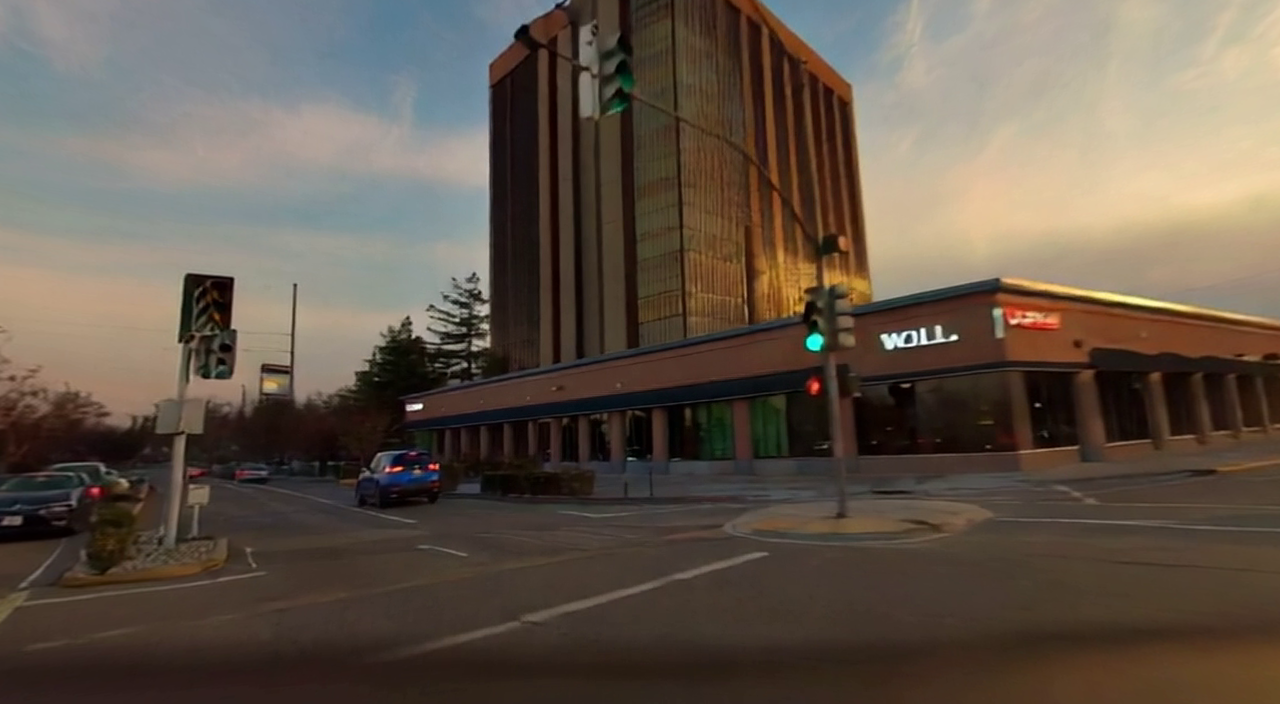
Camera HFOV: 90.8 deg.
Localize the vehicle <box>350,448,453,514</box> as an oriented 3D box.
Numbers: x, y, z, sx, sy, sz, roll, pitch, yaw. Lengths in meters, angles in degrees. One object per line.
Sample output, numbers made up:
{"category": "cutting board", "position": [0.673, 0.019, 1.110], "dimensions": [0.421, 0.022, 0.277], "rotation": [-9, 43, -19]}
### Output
{"category": "vehicle", "position": [-7.624, 3.951, 19.927], "dimensions": [2.238, 1.762, 4.445], "rotation": [4, -10, -30]}
